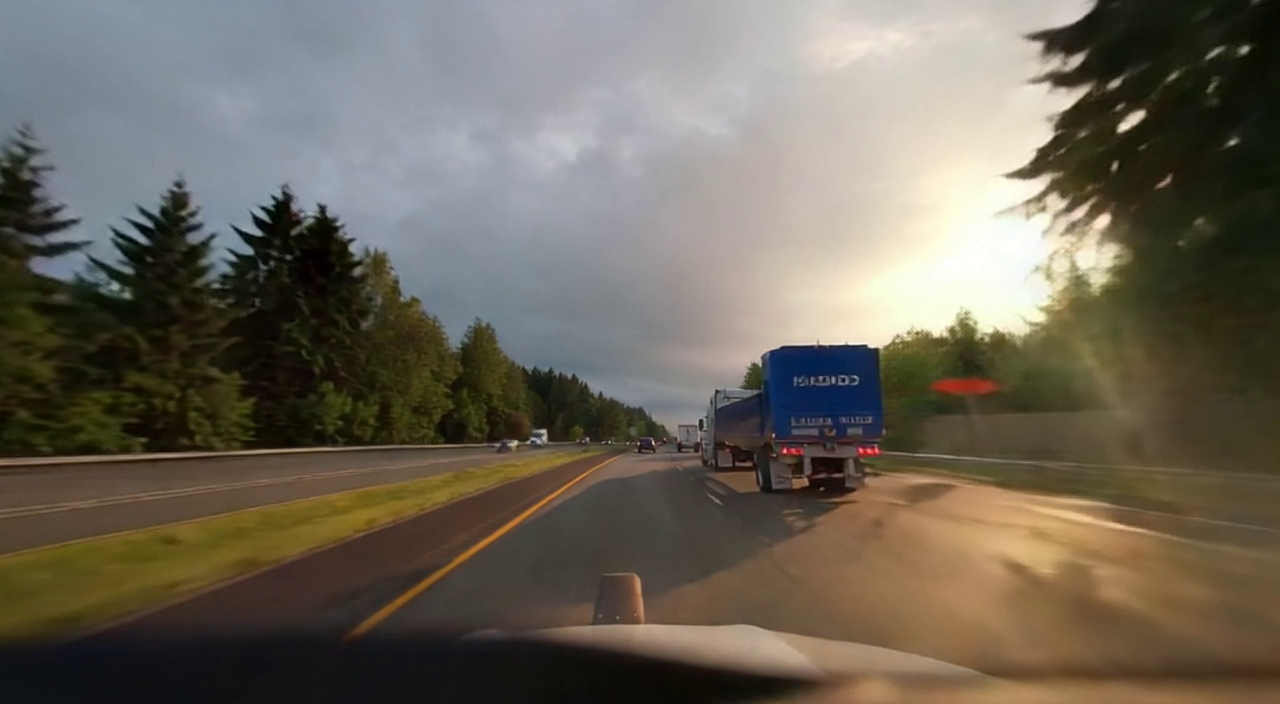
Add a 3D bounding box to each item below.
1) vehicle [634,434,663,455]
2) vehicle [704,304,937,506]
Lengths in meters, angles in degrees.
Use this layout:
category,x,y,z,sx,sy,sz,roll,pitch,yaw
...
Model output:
category,x,y,z,sx,sy,sz,roll,pitch,yaw
vehicle,0.636,7.251,49.602,2.209,1.499,4.144,0,-7,0
vehicle,4.314,1.934,19.634,3.171,4.072,13.784,0,-7,0
